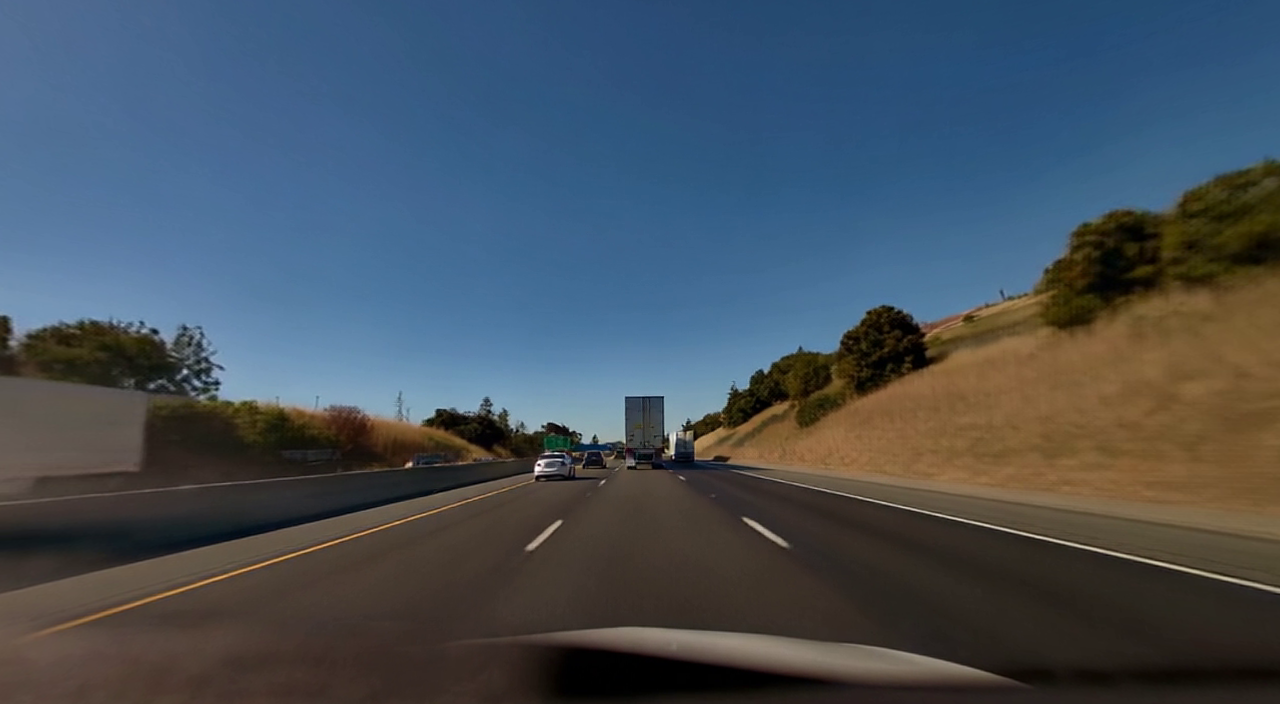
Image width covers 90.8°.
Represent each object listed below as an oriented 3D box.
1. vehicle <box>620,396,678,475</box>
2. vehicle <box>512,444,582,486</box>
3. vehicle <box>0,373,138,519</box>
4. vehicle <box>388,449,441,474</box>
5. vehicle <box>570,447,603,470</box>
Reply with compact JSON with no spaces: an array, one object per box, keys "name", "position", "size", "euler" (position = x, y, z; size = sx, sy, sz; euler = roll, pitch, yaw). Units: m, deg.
[{"name":"vehicle","position":[0.414,5.103,37.928],"size":[2.919,4.048,11.010],"euler":[0,-9,0]},{"name":"vehicle","position":[-3.593,4.446,25.220],"size":[2.053,1.489,4.740],"euler":[0,-9,0]},{"name":"vehicle","position":[-19.550,2.253,15.200],"size":[2.924,4.077,14.552],"euler":[0,-9,0]},{"name":"vehicle","position":[-15.485,7.531,43.592],"size":[1.964,1.637,4.391],"euler":[0,-9,0]},{"name":"vehicle","position":[-3.737,7.513,44.876],"size":[2.051,1.537,4.111],"euler":[0,-9,-1]}]
